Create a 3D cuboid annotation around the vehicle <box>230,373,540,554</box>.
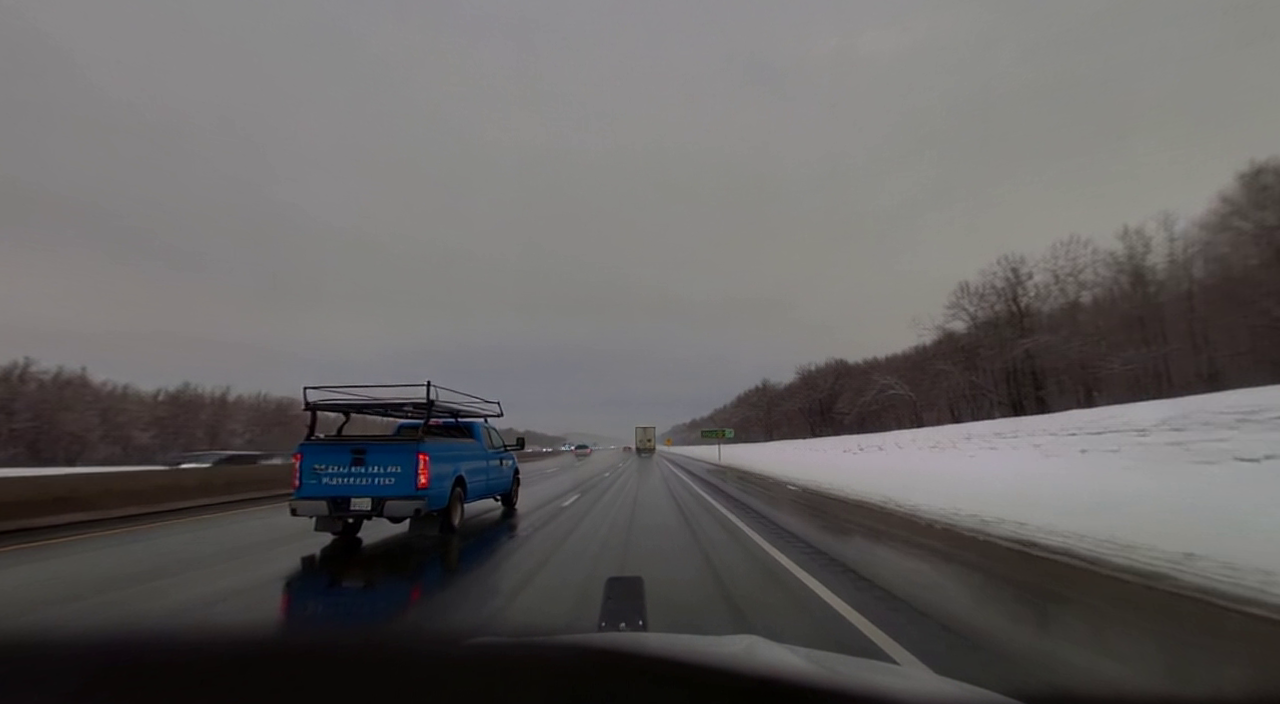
[{"bbox_3d":[-3.838,1.915,11.593,2.791,2.330,6.725,0,-8,1],"label":"vehicle"}]
